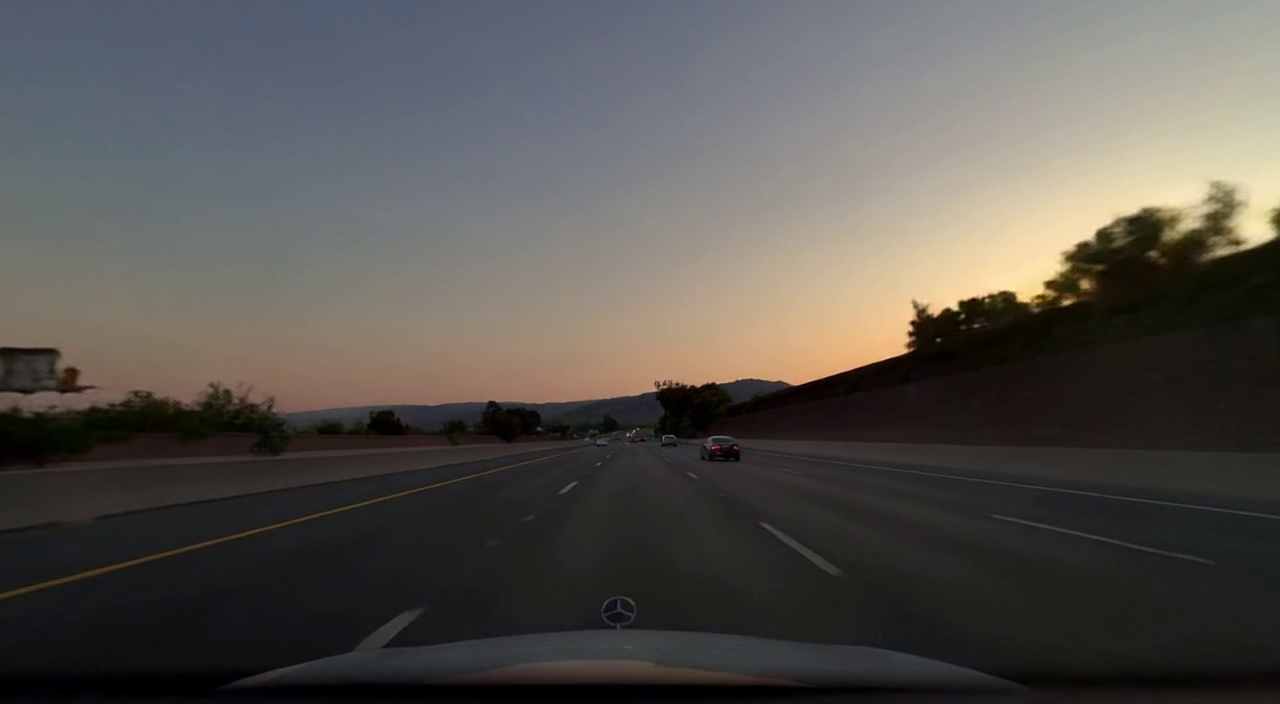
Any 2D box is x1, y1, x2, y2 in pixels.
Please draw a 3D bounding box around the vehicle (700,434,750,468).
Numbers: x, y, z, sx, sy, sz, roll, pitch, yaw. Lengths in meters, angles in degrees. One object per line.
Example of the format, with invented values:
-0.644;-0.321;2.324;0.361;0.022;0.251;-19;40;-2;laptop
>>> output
4.025;4.711;30.258;1.802;1.492;3.804;0;-8;-1;vehicle
